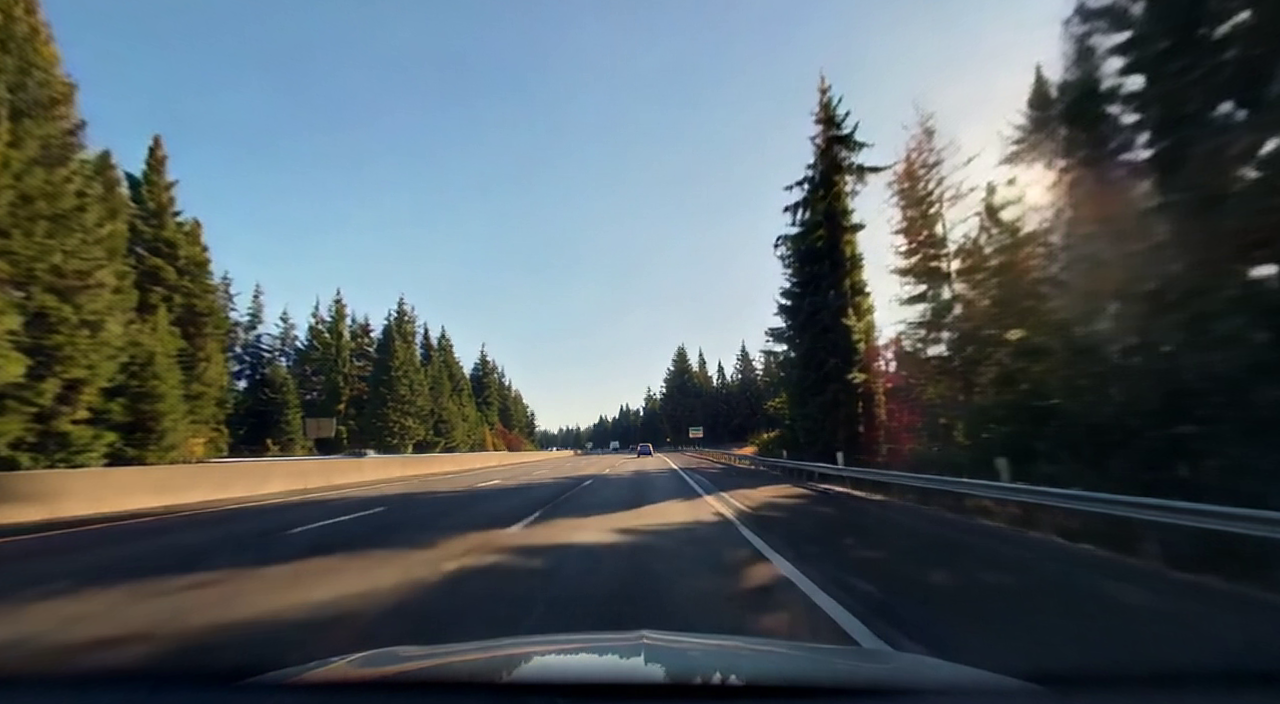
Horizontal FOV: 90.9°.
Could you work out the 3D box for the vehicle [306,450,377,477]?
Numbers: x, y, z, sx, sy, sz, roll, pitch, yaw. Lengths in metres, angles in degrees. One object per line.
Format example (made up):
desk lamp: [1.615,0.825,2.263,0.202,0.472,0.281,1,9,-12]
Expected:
vehicle: [-17.333,6.484,36.905,1.797,1.455,4.751,0,-8,1]
